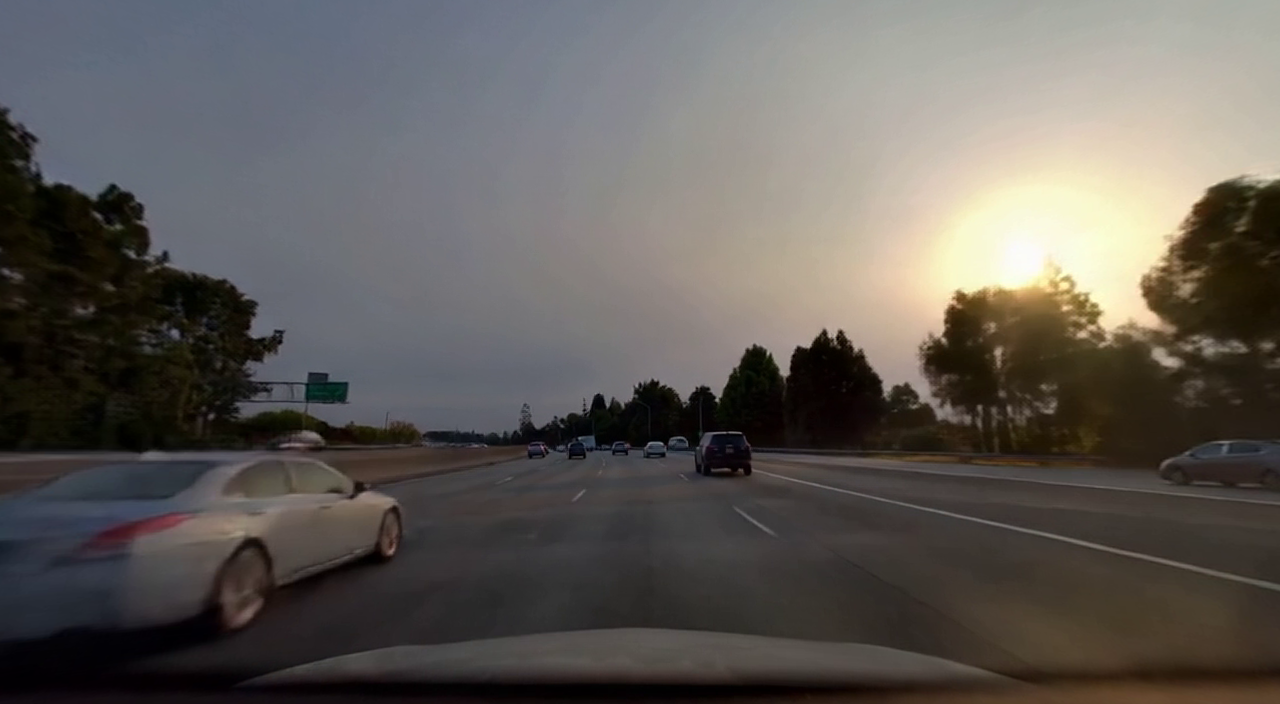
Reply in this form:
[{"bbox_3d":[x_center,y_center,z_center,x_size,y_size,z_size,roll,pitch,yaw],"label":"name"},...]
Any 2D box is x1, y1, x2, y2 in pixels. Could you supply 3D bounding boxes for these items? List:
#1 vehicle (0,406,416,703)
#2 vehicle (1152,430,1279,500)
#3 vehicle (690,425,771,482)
[{"bbox_3d":[-3.778,1.349,5.050,2.183,1.486,4.848,-1,-9,0],"label":"vehicle"},{"bbox_3d":[15.625,2.712,15.358,2.033,1.580,4.752,0,-9,-5],"label":"vehicle"},{"bbox_3d":[3.081,3.592,22.440,2.043,1.795,4.347,0,-9,-3],"label":"vehicle"}]
